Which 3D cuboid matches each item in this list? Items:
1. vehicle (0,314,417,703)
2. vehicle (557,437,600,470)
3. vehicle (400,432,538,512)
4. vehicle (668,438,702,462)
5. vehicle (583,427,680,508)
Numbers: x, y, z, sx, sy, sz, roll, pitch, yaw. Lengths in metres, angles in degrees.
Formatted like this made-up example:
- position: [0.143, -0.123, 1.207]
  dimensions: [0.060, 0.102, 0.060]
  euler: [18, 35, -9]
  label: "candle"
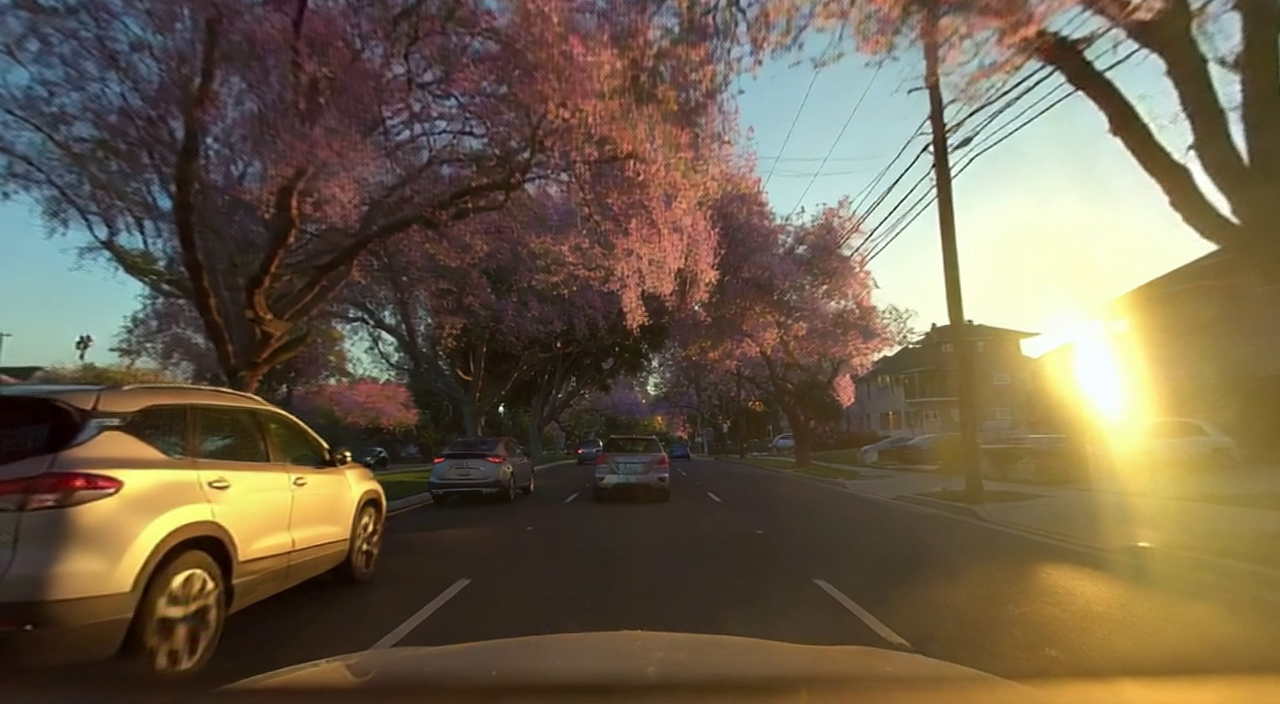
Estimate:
- position: [-3.663, 1.131, 4.978]
  dimensions: [2.161, 1.919, 4.798]
  euler: [0, -8, -2]
  label: "vehicle"
- position: [-3.535, 5.938, 37.276]
  dimensions: [2.080, 1.780, 4.879]
  euler: [0, -8, -1]
  label: "vehicle"
- position: [-3.715, 2.681, 14.540]
  dimensions: [2.066, 1.565, 3.905]
  euler: [0, -8, 0]
  label: "vehicle"
- position: [3.352, 7.447, 47.993]
  dimensions: [2.161, 1.686, 4.196]
  euler: [0, -8, -1]
  label: "vehicle"
- position: [-0.191, 2.660, 14.914]
  dimensions: [1.997, 1.636, 3.760]
  euler: [0, -8, 0]
  label: "vehicle"
